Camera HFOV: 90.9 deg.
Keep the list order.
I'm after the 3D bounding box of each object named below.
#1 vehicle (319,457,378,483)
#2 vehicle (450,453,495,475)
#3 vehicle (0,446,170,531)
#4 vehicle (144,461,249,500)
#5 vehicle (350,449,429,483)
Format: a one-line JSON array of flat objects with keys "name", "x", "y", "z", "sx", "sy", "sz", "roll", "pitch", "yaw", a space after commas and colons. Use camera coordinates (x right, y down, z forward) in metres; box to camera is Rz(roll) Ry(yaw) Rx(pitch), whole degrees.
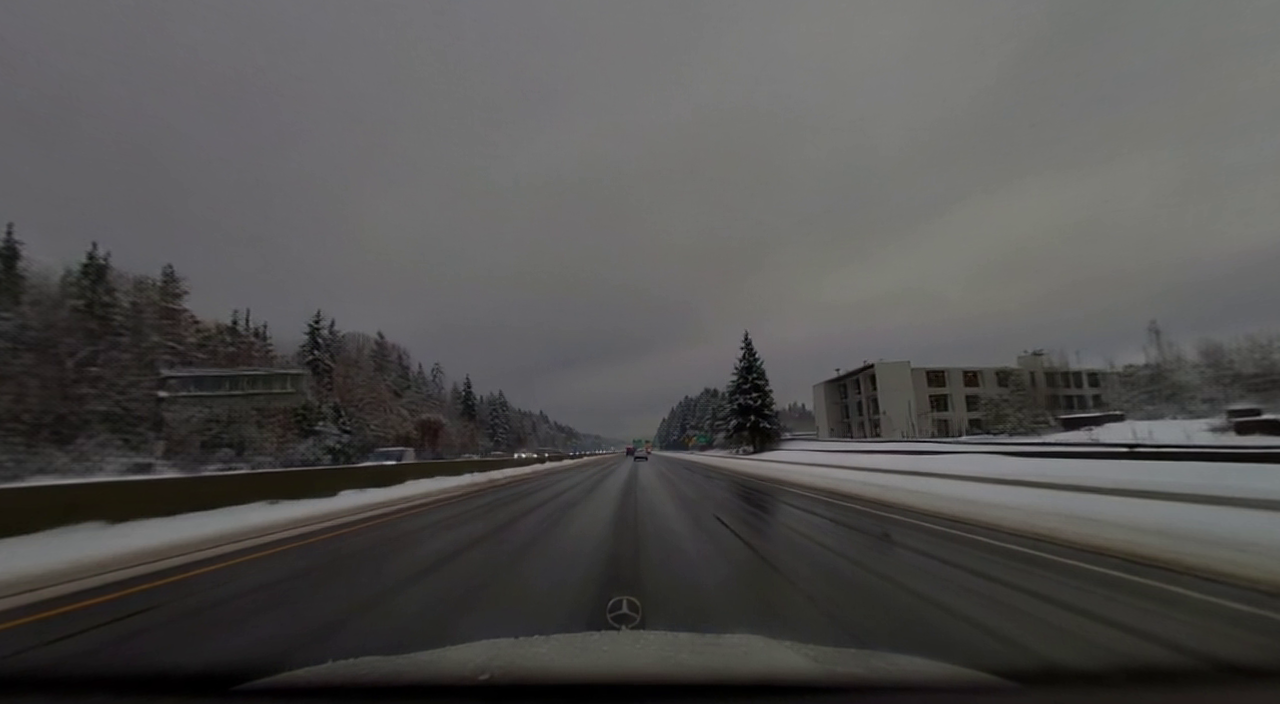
[{"name": "vehicle", "x": -19.556, "y": 7.887, "z": 42.507, "sx": 1.911, "sy": 1.582, "sz": 4.406, "roll": 0, "pitch": -9, "yaw": -1}, {"name": "vehicle", "x": -12.247, "y": 8.193, "z": 46.260, "sx": 1.971, "sy": 1.437, "sz": 4.488, "roll": 0, "pitch": -9, "yaw": 1}, {"name": "vehicle", "x": -11.875, "y": 2.640, "z": 12.663, "sx": 1.796, "sy": 1.442, "sz": 3.938, "roll": 0, "pitch": -9, "yaw": 0}, {"name": "vehicle", "x": -19.907, "y": 5.761, "z": 28.529, "sx": 1.819, "sy": 1.524, "sz": 3.973, "roll": 0, "pitch": -9, "yaw": 0}, {"name": "vehicle", "x": -12.045, "y": 5.485, "z": 30.636, "sx": 1.986, "sy": 1.494, "sz": 4.310, "roll": 0, "pitch": -9, "yaw": 1}]
